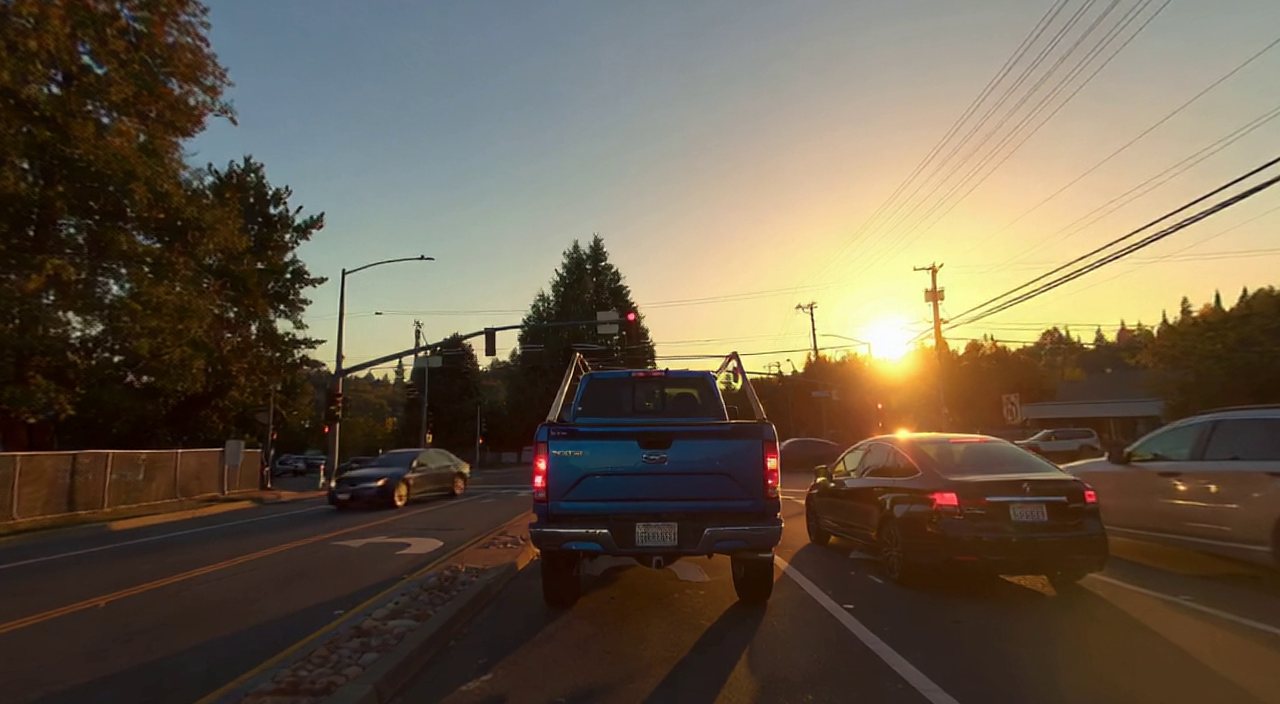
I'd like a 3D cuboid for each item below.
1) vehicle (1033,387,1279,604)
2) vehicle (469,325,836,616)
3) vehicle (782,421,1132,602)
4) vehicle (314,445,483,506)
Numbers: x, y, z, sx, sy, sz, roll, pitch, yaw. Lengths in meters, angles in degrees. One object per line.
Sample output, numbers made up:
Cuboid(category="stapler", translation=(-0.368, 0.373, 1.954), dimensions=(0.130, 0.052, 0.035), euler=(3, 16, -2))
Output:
Cuboid(category="vehicle", translation=(6.153, 1.297, 6.013), dimensions=(1.982, 1.727, 4.352), euler=(0, -8, 1))
Cuboid(category="vehicle", translation=(0.099, 1.356, 8.062), dimensions=(2.831, 2.284, 6.149), euler=(0, -8, 0))
Cuboid(category="vehicle", translation=(3.118, 1.637, 7.362), dimensions=(1.993, 1.495, 4.060), euler=(0, -8, 1))
Cuboid(category="vehicle", translation=(-7.260, 3.727, 19.717), dimensions=(2.378, 1.611, 5.046), euler=(-2, -9, 14))
